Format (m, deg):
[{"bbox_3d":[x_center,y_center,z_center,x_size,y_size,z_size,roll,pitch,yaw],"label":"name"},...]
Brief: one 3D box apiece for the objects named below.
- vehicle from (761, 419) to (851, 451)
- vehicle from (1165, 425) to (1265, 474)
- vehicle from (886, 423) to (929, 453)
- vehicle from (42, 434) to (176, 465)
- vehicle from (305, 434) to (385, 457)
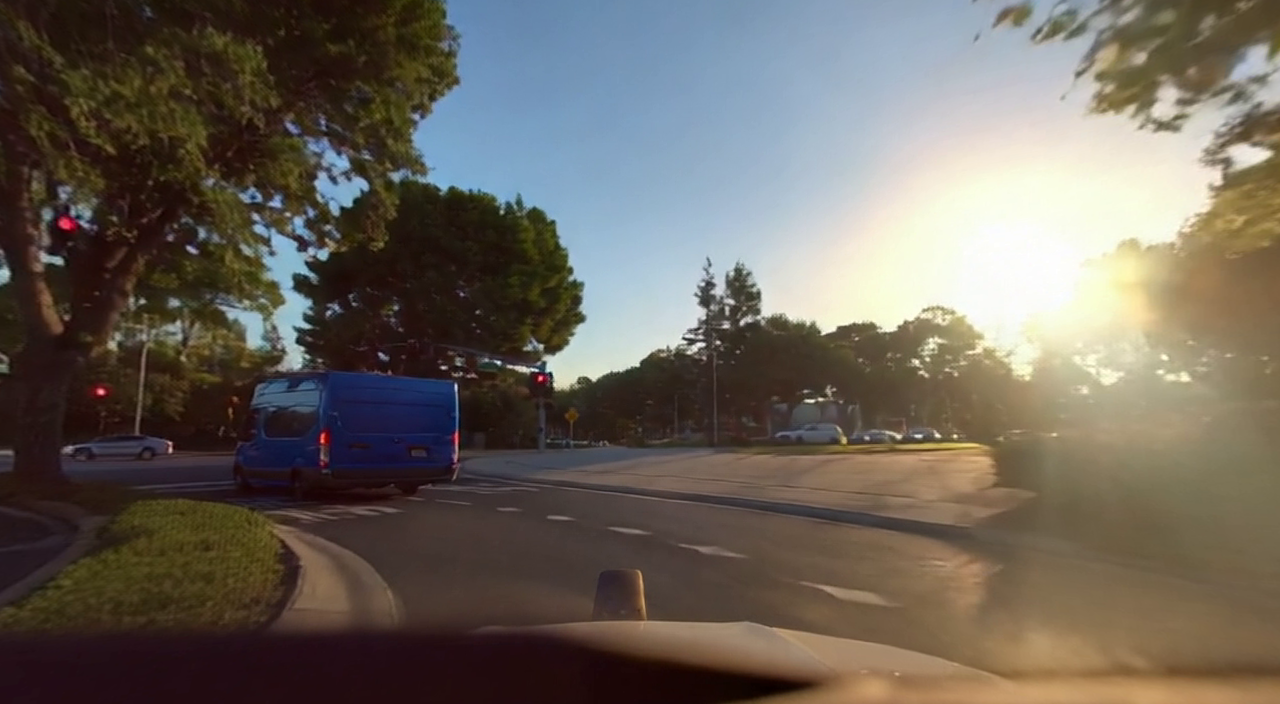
[{"bbox_3d":[12.115,6.097,45.807,5.939,2.249,2.437,-4,-9,25],"label":"vehicle"},{"bbox_3d":[19.928,3.341,21.955,1.907,1.515,4.550,-6,-9,35],"label":"vehicle"},{"bbox_3d":[18.736,6.088,44.198,2.402,1.920,5.467,-3,-9,19],"label":"vehicle"},{"bbox_3d":[-27.371,5.044,32.569,1.847,1.461,4.853,-5,-10,30],"label":"vehicle"},{"bbox_3d":[-20.382,6.485,43.556,1.828,1.462,4.740,-5,-10,31],"label":"vehicle"}]
